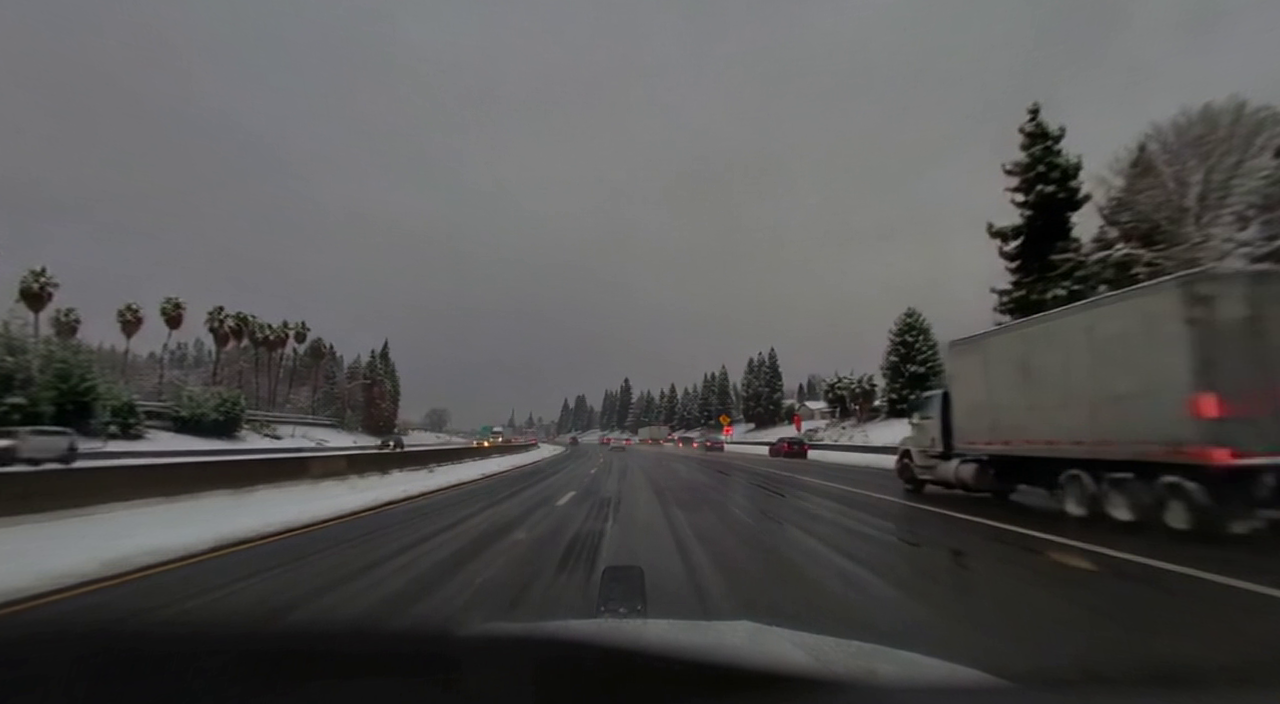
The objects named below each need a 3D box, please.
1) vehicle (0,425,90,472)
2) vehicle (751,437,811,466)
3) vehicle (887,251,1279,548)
[{"bbox_3d":[-29.910,4.619,30.194,2.258,2.097,5.399,-1,-8,0],"label":"vehicle"},{"bbox_3d":[7.861,5.593,35.577,2.092,1.478,4.647,0,-8,-3],"label":"vehicle"},{"bbox_3d":[8.338,1.204,12.284,2.919,3.482,9.838,0,-8,-1],"label":"vehicle"}]
